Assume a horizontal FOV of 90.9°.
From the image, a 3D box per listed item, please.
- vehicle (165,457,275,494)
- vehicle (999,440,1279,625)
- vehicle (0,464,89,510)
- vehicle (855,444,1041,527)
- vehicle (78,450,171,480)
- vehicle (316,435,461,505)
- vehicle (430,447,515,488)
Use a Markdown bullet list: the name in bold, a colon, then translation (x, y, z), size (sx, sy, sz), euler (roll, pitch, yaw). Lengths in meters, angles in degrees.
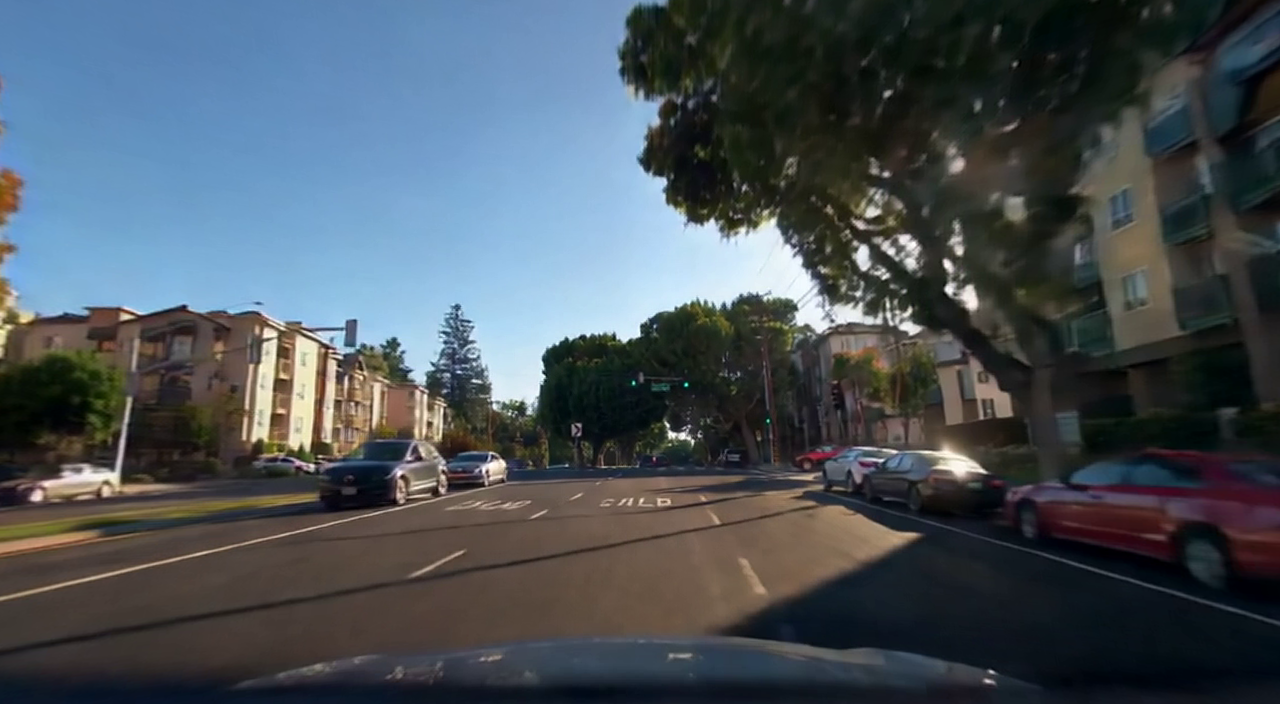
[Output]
- **vehicle**: translation (-19.298, 5.675, 29.259), size (1.895, 1.452, 4.483), euler (-1, -8, 3)
- **vehicle**: translation (6.212, 1.693, 6.774), size (2.121, 1.459, 4.591), euler (0, -8, 2)
- **vehicle**: translation (-22.897, 4.854, 22.767), size (1.846, 1.489, 4.409), euler (-1, -8, 3)
- **vehicle**: translation (6.305, 2.741, 13.653), size (1.839, 1.461, 4.645), euler (0, -8, 2)
- **vehicle**: translation (-31.121, 6.850, 38.136), size (4.296, 1.502, 1.823), euler (-5, -11, 8)
- **vehicle**: translation (-7.194, 3.399, 18.745), size (2.074, 1.794, 4.832), euler (-1, -8, 3)
- **vehicle**: translation (-6.650, 4.594, 25.588), size (1.953, 1.471, 4.744), euler (-1, -8, 3)
